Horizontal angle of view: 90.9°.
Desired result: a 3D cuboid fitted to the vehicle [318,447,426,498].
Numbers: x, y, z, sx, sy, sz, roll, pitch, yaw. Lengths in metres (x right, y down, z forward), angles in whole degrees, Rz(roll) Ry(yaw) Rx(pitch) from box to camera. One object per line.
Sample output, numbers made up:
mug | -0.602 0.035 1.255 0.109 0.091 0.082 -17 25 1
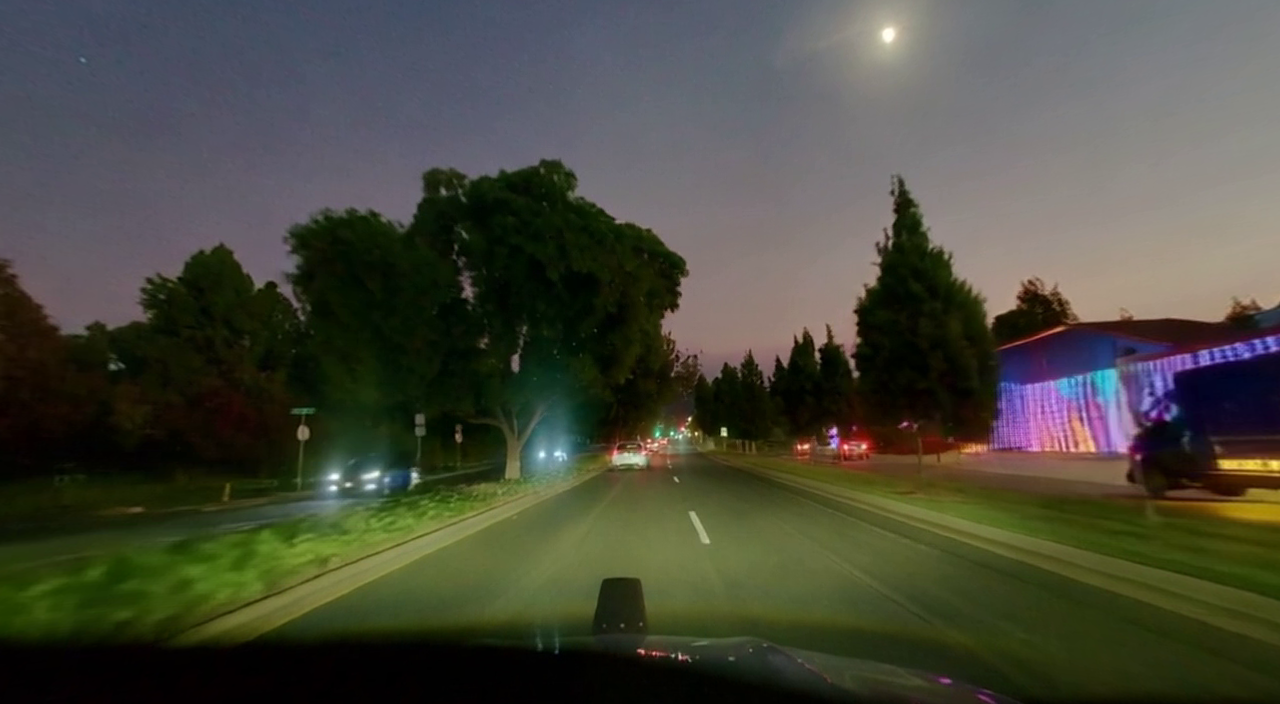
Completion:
vehicle | -9.420 4.220 22.564 1.908 1.616 3.988 0 -8 3

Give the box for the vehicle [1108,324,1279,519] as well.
vehicle | 13.622 1.145 11.053 2.794 3.710 10.785 -3 -8 2

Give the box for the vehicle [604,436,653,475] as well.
vehicle | -0.464 4.905 30.063 2.129 1.713 4.314 0 -8 2
